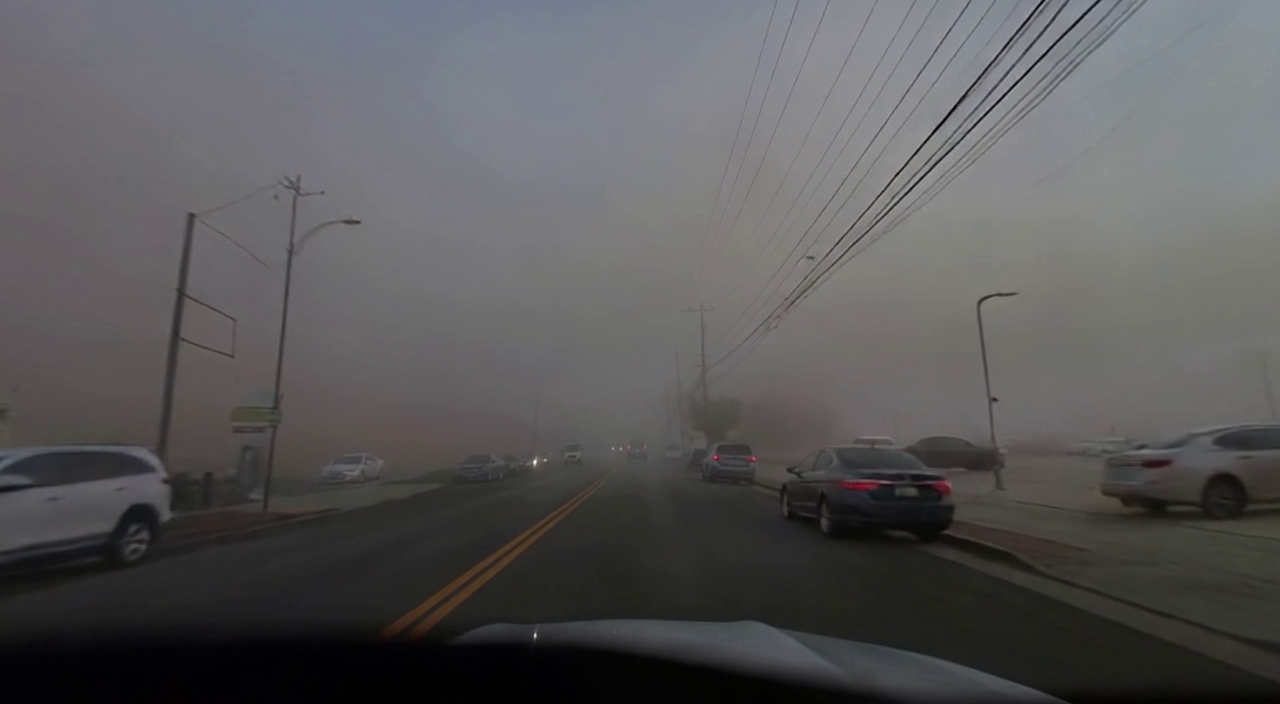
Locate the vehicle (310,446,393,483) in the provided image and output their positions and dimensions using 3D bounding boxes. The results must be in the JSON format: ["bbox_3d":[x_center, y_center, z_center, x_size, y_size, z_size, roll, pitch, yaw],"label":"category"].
[{"bbox_3d":[-14.813,5.800,32.814,1.969,1.741,5.148,0,-9,-1],"label":"vehicle"}]

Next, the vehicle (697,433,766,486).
[{"bbox_3d":[3.459,4.208,24.804,2.025,1.843,4.883,-1,-9,1],"label":"vehicle"}]

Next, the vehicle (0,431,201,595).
[{"bbox_3d":[-8.263,1.883,7.474,1.986,1.831,5.678,-1,-9,1],"label":"vehicle"}]

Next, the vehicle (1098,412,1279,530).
[{"bbox_3d":[10.290,1.755,9.812,4.744,1.610,1.921,-2,-8,1],"label":"vehicle"}]

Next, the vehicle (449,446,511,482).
[{"bbox_3d":[-8.419,5.916,33.801,2.113,1.665,5.062,0,-7,-2],"label":"vehicle"}]

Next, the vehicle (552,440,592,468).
[{"bbox_3d":[-5.098,7.645,47.599,2.152,1.918,4.217,-3,-9,5],"label":"vehicle"}]

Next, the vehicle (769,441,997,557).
[{"bbox_3d":[3.562,2.207,10.335,1.866,1.439,4.482,0,-8,-1],"label":"vehicle"}]
